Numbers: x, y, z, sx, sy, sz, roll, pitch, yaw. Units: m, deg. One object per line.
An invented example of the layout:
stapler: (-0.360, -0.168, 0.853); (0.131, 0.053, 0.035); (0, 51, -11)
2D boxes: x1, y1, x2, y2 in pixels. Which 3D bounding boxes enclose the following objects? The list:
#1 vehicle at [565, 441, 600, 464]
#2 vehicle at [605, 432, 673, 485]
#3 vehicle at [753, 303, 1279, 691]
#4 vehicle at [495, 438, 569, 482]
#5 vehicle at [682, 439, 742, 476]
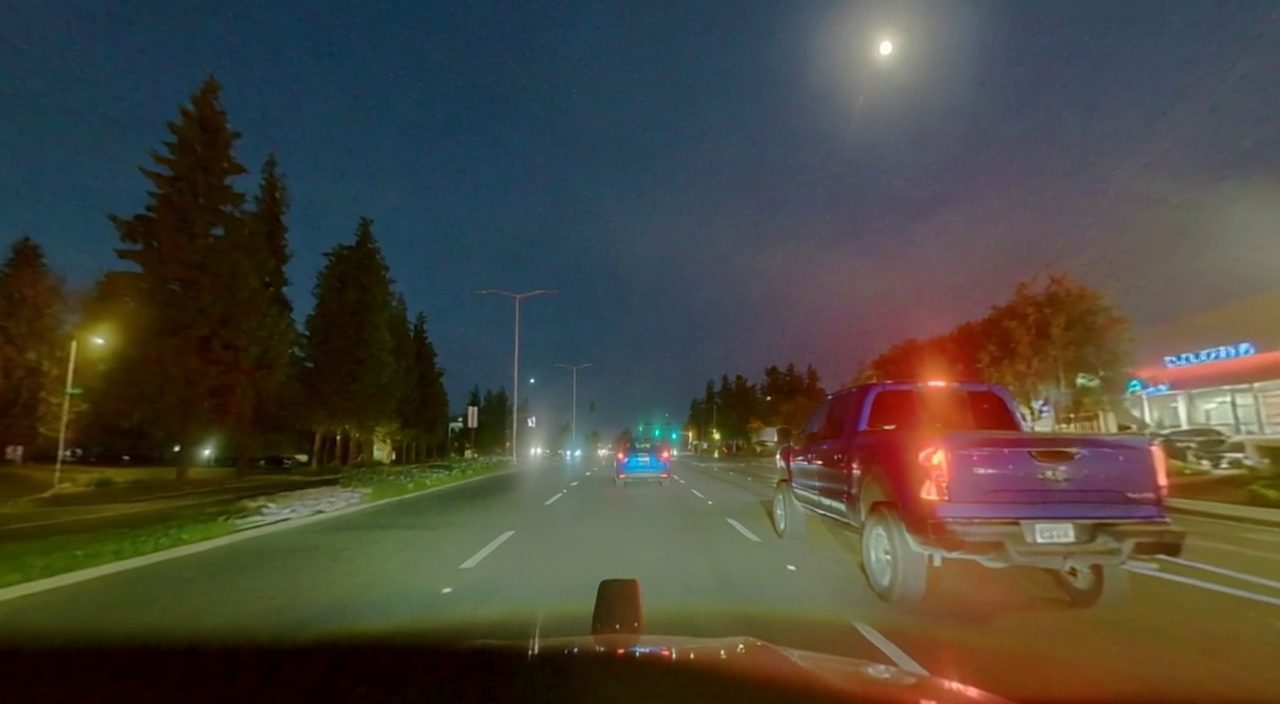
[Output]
vehicle: (-3.942, 6.955, 43.714); (1.959, 1.482, 4.701); (0, -9, 0)
vehicle: (-0.067, 3.648, 21.889); (2.145, 1.650, 4.021); (0, -8, -1)
vehicle: (3.158, 1.207, 6.501); (2.731, 2.101, 6.047); (0, -8, -1)
vehicle: (-3.922, 3.977, 23.496); (1.960, 1.475, 4.161); (0, -8, 1)
vehicle: (3.021, 4.507, 27.169); (1.970, 1.464, 4.249); (0, -8, -2)
